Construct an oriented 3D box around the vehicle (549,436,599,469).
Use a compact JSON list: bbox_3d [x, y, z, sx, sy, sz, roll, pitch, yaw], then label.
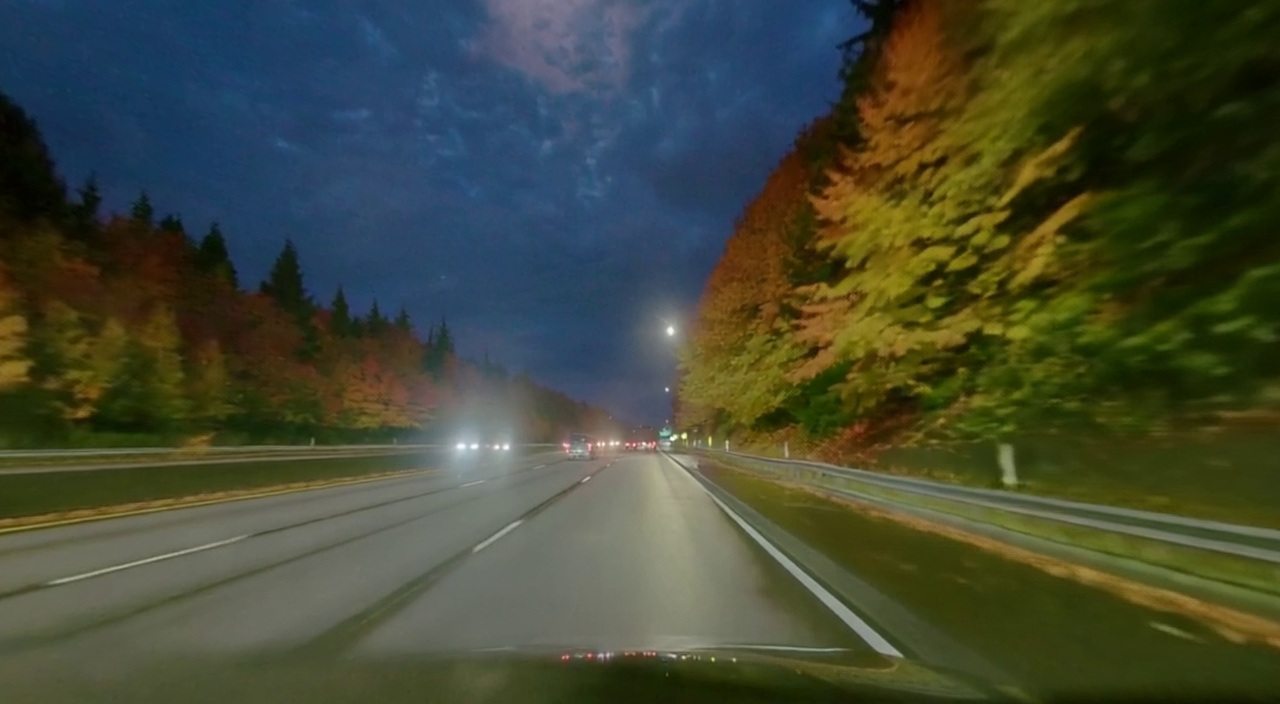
[{"bbox_3d":[-3.472,5.416,34.119,2.123,1.643,4.479,0,-8,1],"label":"vehicle"}]
